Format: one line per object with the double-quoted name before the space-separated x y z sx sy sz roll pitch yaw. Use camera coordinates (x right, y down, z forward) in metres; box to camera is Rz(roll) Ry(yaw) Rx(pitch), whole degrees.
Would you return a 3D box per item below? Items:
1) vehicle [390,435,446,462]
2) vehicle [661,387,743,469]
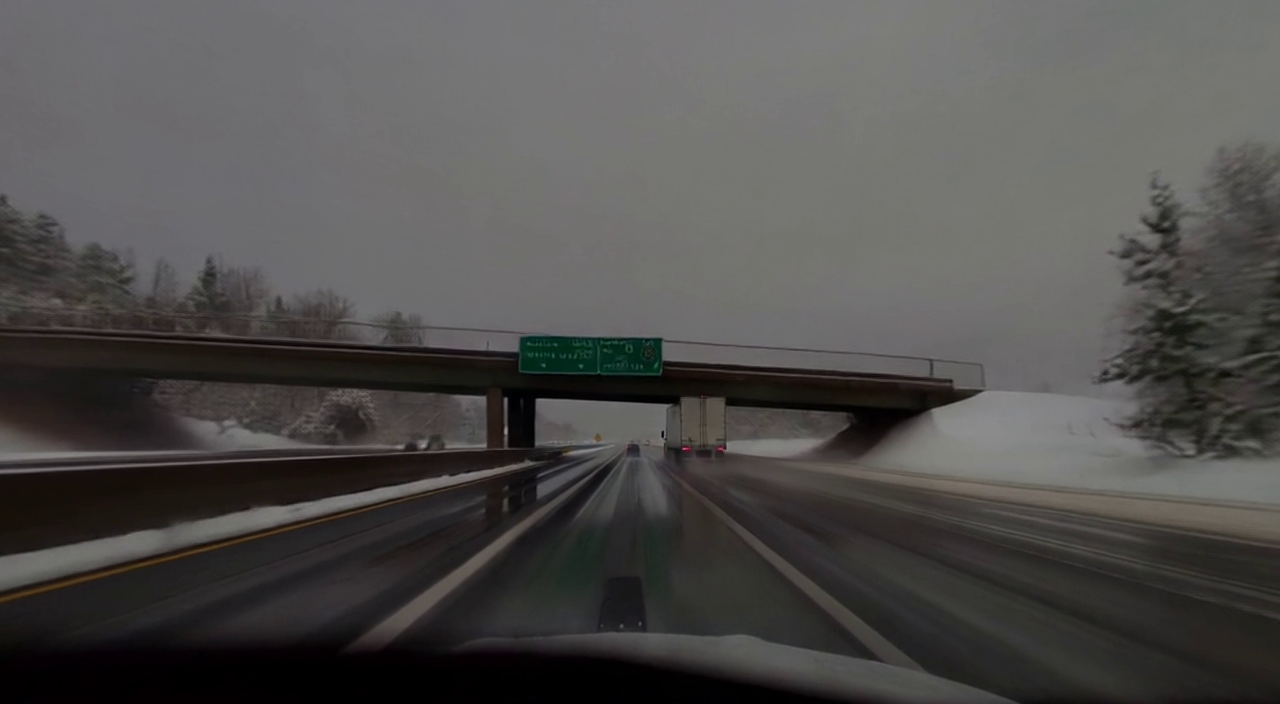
"vehicle" -12.352 5.394 35.308 1.788 1.438 3.945 0 -9 -1
"vehicle" 3.510 5.048 40.253 3.323 4.262 14.056 0 -9 -2
